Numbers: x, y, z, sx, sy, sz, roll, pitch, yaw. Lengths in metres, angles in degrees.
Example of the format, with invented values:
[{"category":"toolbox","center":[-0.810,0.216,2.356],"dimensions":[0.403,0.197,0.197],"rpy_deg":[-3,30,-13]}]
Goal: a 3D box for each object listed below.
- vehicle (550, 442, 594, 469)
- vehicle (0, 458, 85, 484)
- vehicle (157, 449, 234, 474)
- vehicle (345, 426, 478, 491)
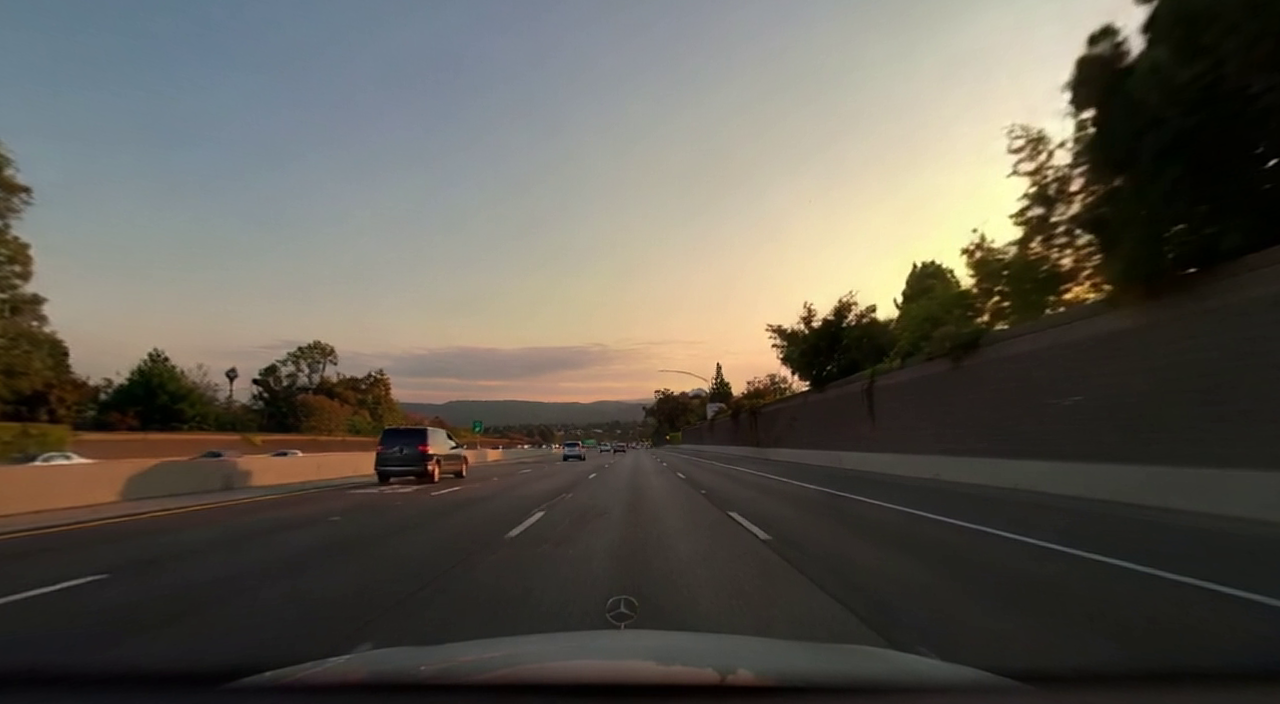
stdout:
[{"category":"vehicle","center":[-3.946,6.050,37.158],"dimensions":[2.106,1.452,4.525],"rpy_deg":[0,-8,0]},{"category":"vehicle","center":[-36.787,7.236,38.504],"dimensions":[1.801,1.408,4.319],"rpy_deg":[0,-8,0]},{"category":"vehicle","center":[-29.241,7.193,41.637],"dimensions":[1.798,1.475,4.485],"rpy_deg":[0,-8,0]},{"category":"vehicle","center":[-7.688,3.658,22.145],"dimensions":[2.351,1.922,6.335],"rpy_deg":[0,-8,0]}]
